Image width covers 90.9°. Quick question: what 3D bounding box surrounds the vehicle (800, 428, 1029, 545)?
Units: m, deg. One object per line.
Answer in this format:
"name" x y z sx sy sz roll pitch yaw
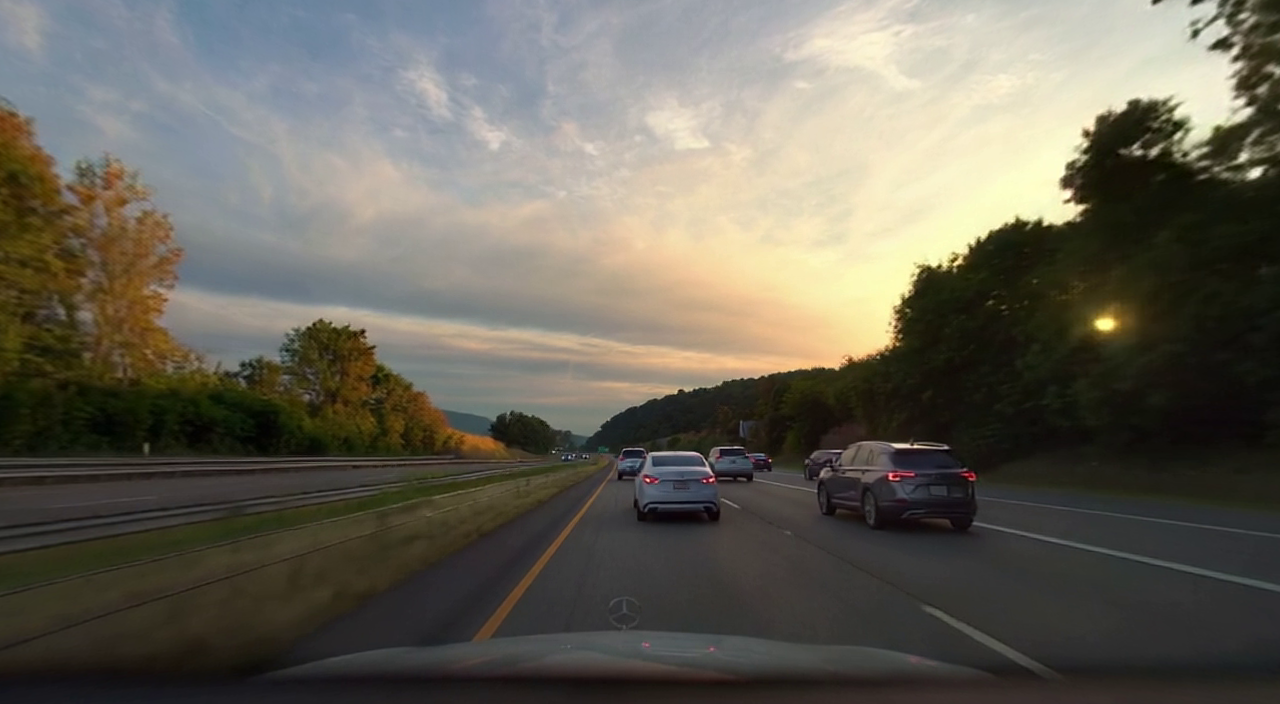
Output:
"vehicle" 4.563 2.302 11.453 1.998 1.657 4.604 0 -9 -1

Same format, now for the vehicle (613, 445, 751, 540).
"vehicle" 0.611 2.441 11.532 2.094 1.426 3.725 0 -9 -1

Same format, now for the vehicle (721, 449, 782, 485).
"vehicle" 5.032 5.220 28.987 1.908 1.500 4.157 0 -9 -2
